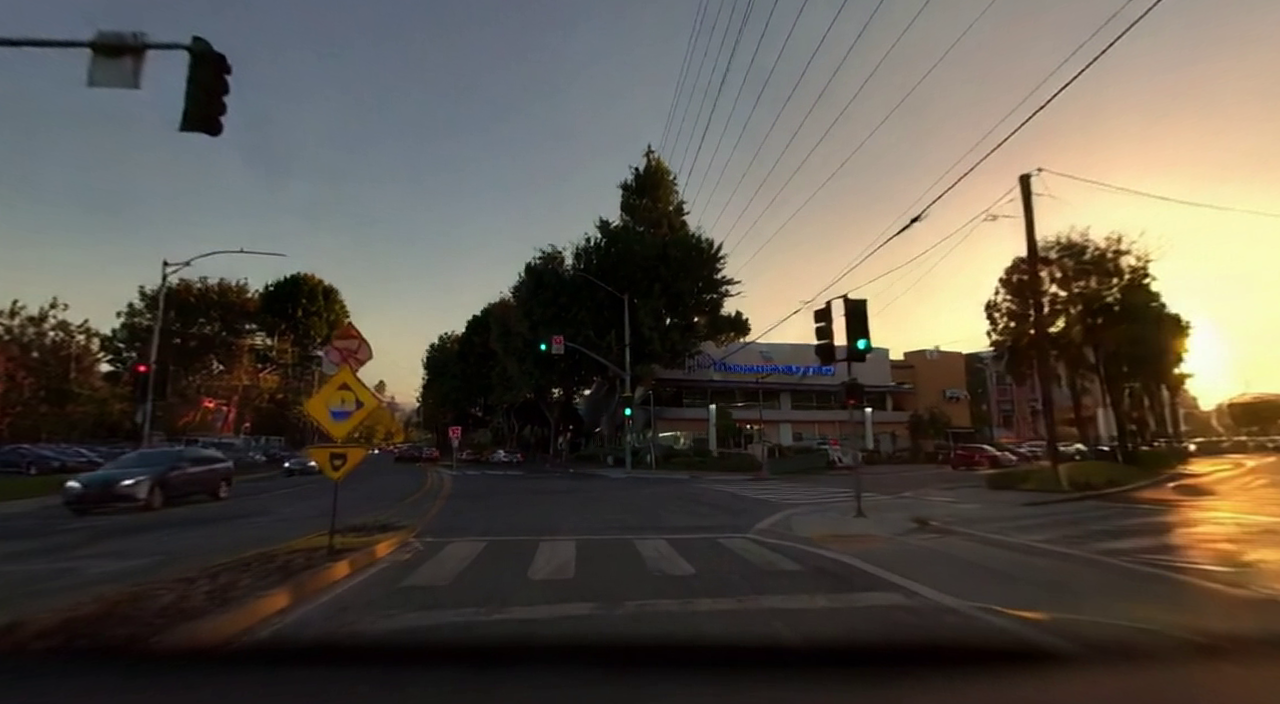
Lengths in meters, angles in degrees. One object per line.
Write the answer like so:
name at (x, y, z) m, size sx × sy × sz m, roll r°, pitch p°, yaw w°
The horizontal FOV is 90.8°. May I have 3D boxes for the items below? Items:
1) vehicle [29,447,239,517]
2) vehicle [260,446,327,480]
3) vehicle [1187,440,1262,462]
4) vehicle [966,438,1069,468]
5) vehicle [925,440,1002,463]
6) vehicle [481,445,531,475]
vehicle at (-12.596, 3.191, 16.233) m, size 2.207 × 1.503 × 4.561 m, roll 2°, pitch -9°, yaw -10°
vehicle at (-16.537, 5.281, 30.403) m, size 2.105 × 1.510 × 4.218 m, roll 3°, pitch -9°, yaw -19°
vehicle at (43.348, 7.390, 46.982) m, size 1.784 × 1.476 × 4.371 m, roll 1°, pitch -9°, yaw 6°
vehicle at (21.774, 5.836, 36.625) m, size 4.544 × 1.630 × 2.055 m, roll -1°, pitch -9°, yaw 10°
vehicle at (23.477, 7.253, 46.005) m, size 4.508 × 1.535 × 2.035 m, roll 0°, pitch -9°, yaw 9°
vehicle at (-7.457, 5.924, 34.889) m, size 2.094 × 1.500 × 3.682 m, roll 3°, pitch -9°, yaw -20°
